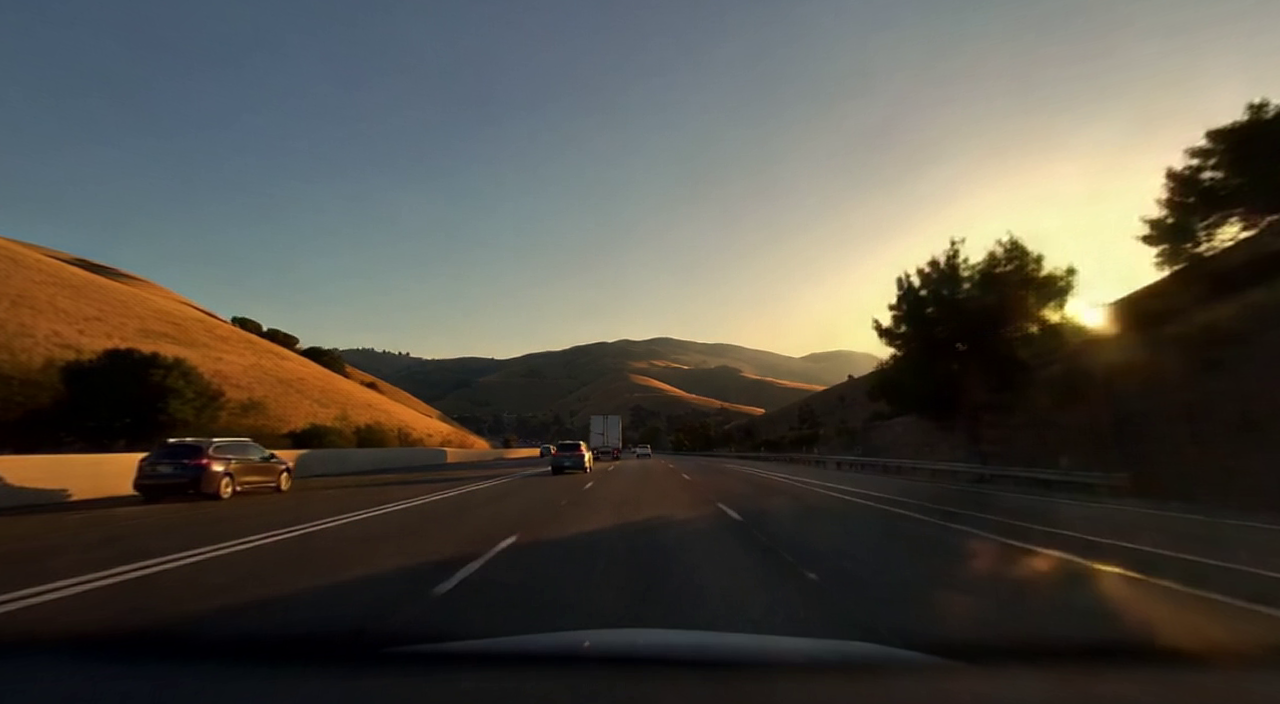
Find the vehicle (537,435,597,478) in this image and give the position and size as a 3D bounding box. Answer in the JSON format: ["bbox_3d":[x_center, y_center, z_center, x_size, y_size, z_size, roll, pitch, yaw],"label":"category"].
[{"bbox_3d":[-3.137,4.588,27.863,2.099,1.734,4.413,0,-8,0],"label":"vehicle"}]

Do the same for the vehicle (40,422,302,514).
[{"bbox_3d":[-10.922,2.738,15.417,2.130,1.828,5.523,0,-8,0],"label":"vehicle"}]
